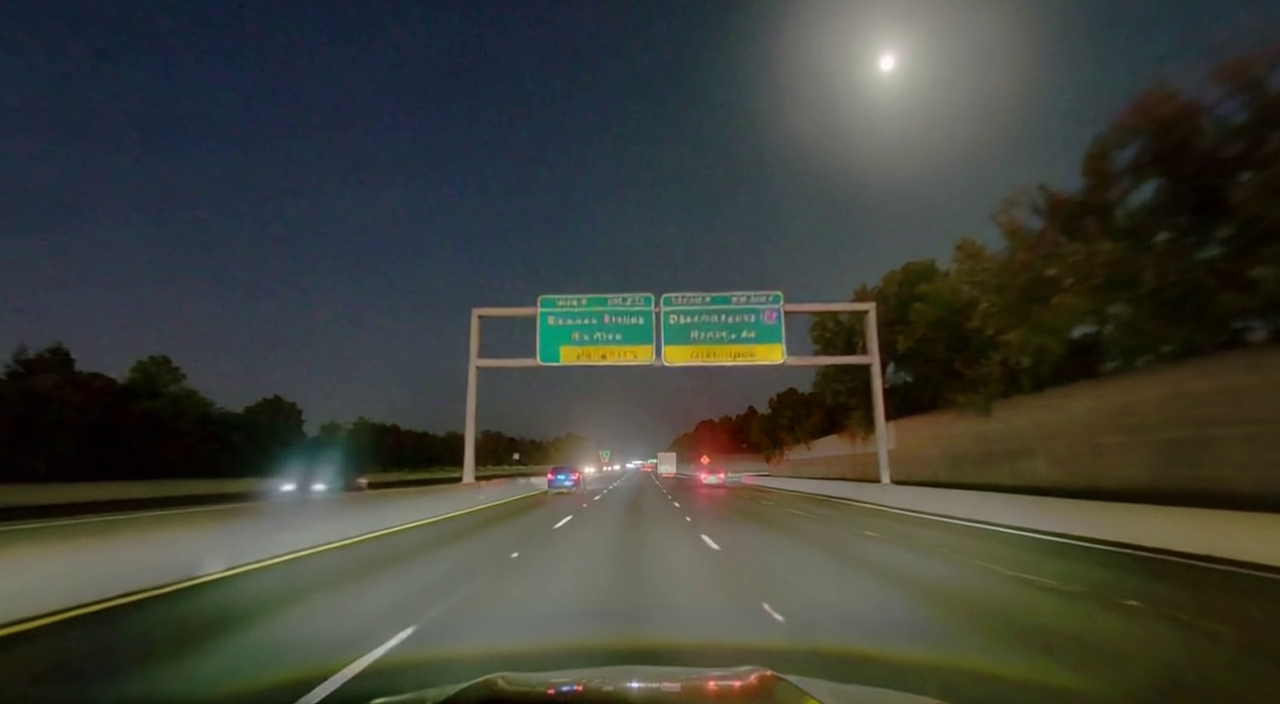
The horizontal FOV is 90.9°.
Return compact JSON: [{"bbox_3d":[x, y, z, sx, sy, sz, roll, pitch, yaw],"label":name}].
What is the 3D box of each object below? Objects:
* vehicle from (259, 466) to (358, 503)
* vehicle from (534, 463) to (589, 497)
[{"bbox_3d":[-14.664,5.874,28.203,1.961,1.478,4.534,1,-10,0],"label":"vehicle"},{"bbox_3d":[-3.769,6.232,30.938,2.045,1.487,4.582,1,-10,1],"label":"vehicle"}]
